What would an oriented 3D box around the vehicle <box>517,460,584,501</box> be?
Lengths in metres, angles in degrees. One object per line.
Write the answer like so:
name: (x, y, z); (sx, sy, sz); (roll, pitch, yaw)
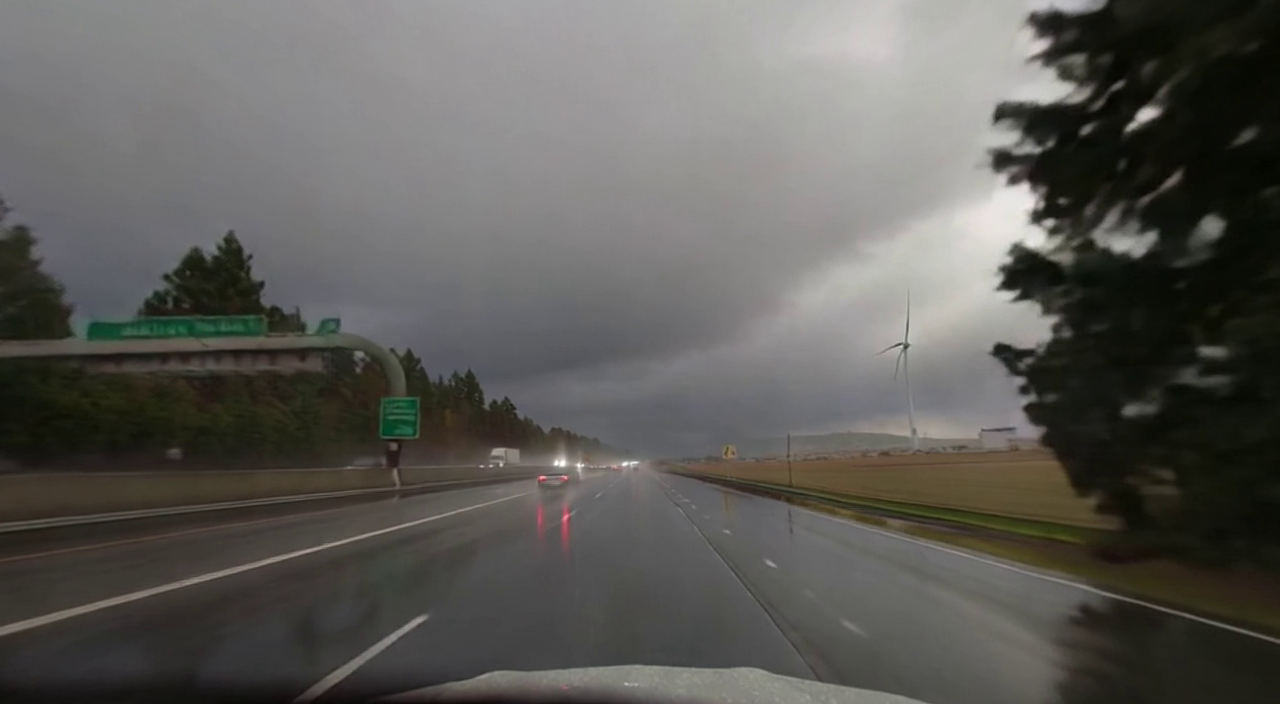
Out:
vehicle: (-3.568, 5.270, 26.076); (2.039, 1.505, 4.843); (1, -10, 0)
